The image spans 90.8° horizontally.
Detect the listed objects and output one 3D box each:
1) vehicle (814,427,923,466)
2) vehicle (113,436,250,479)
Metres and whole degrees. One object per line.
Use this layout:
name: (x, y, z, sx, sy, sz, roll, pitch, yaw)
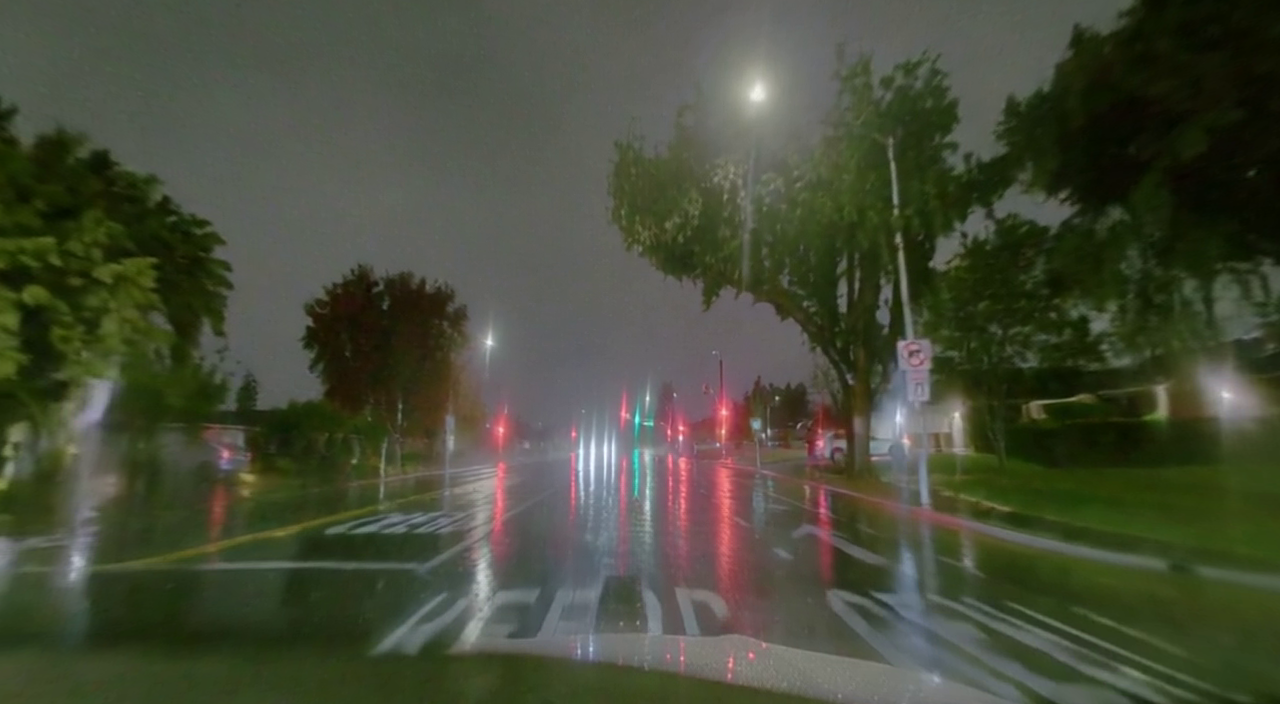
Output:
vehicle: (10.878, 4.517, 30.318, 4.423, 1.779, 1.883, 0, -8, 0)
vehicle: (-18.788, 4.325, 26.021, 4.115, 1.699, 1.848, 0, -8, -1)
